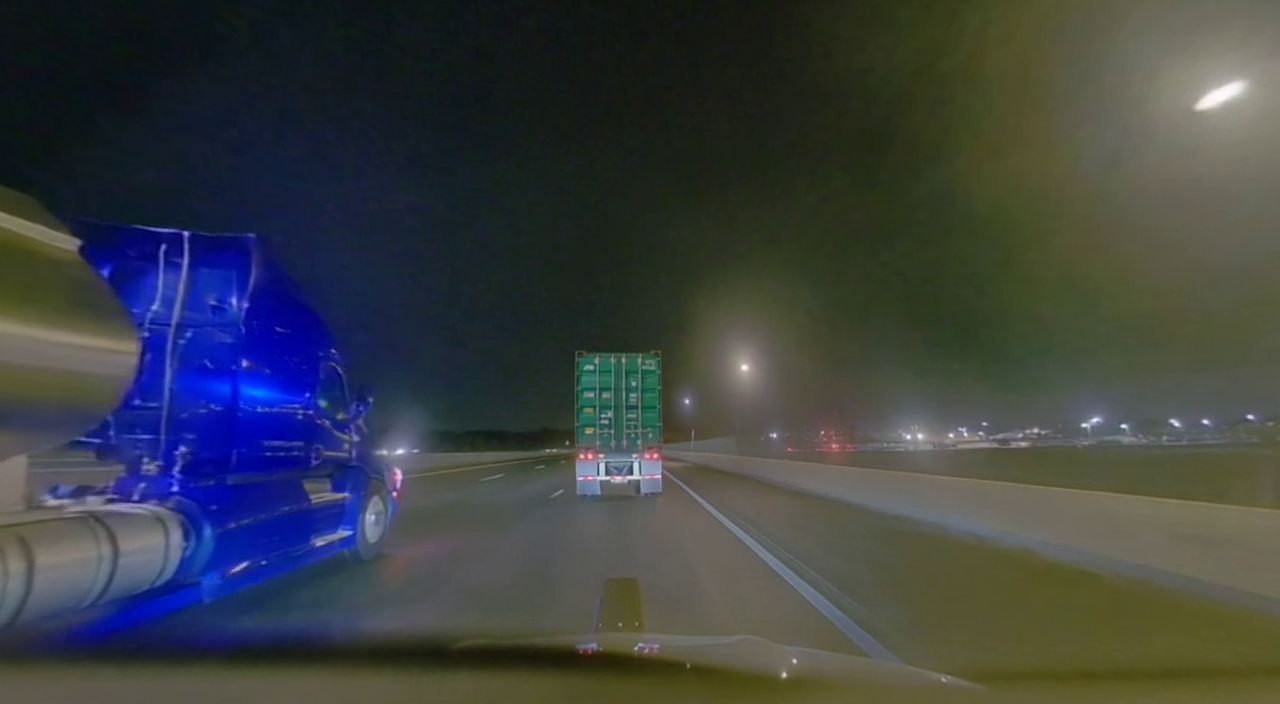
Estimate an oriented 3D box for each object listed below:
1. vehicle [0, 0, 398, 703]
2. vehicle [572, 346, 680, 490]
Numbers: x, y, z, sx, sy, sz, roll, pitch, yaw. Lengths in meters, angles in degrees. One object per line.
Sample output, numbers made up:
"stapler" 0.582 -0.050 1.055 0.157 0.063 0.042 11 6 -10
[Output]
"vehicle" -4.064 0.002 3.011 3.418 3.652 5.690 0 -9 0
"vehicle" -0.389 2.647 23.093 2.942 4.003 11.297 0 -9 0
